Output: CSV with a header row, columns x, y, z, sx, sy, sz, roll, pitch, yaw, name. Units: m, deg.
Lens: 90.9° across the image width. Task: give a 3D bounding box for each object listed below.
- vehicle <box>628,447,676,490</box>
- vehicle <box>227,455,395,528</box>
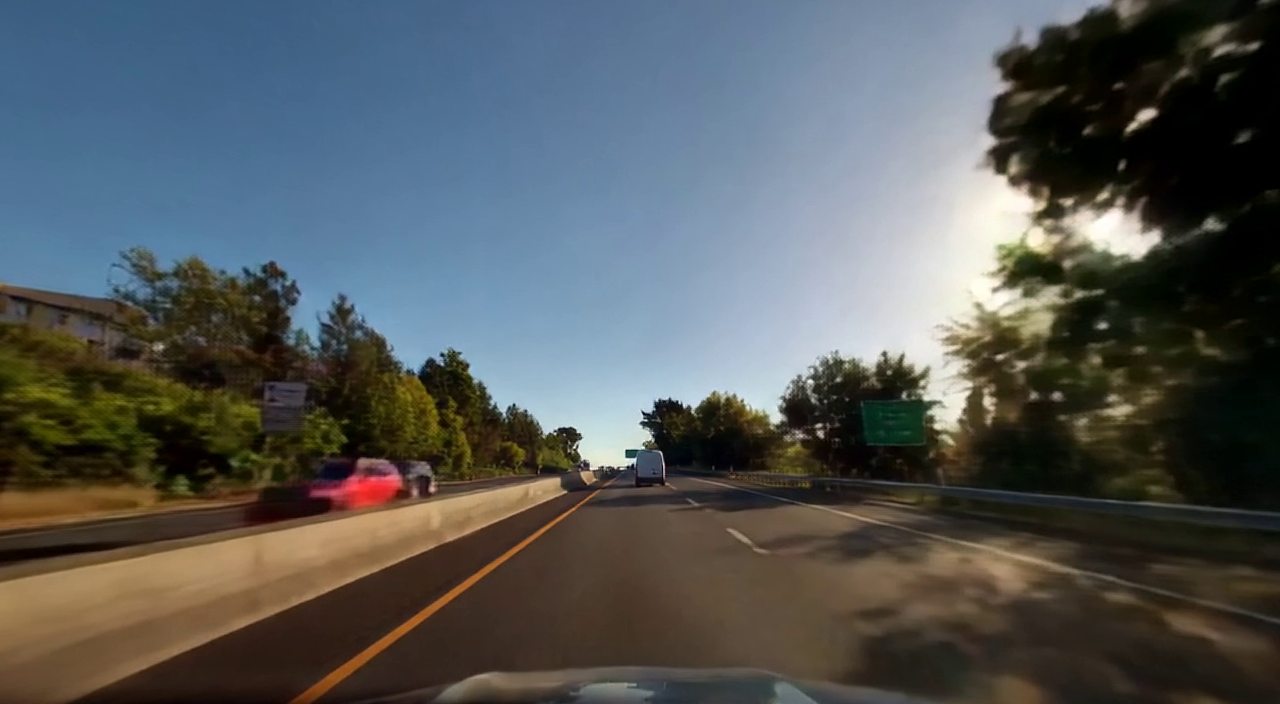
x,y,z,sx,sy,sz,roll,pitch,yaw,name
0.592,6.496,35.055,2.429,2.167,4.558,1,-10,-1,vehicle
-7.981,3.430,15.833,1.980,1.534,4.116,1,-10,0,vehicle
